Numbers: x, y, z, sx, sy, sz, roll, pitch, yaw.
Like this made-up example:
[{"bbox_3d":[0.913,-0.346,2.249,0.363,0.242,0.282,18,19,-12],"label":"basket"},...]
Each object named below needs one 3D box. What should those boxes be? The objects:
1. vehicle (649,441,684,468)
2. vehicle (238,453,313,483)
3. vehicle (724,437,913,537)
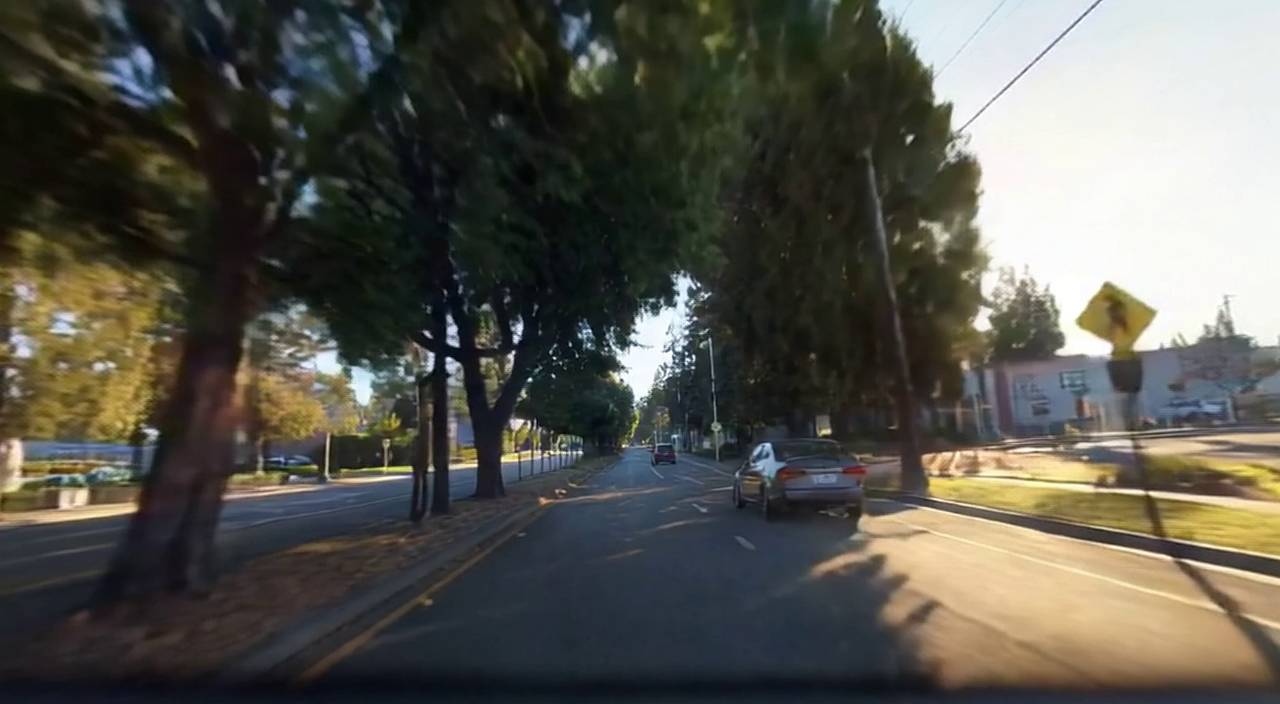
[{"bbox_3d":[1.872,7.399,45.772,2.115,1.840,4.777,0,-8,-3],"label":"vehicle"},{"bbox_3d":[-24.576,7.787,42.863,2.082,1.829,5.094,0,-8,0],"label":"vehicle"},{"bbox_3d":[2.980,2.348,11.703,2.061,1.475,4.296,0,-8,-3],"label":"vehicle"}]
